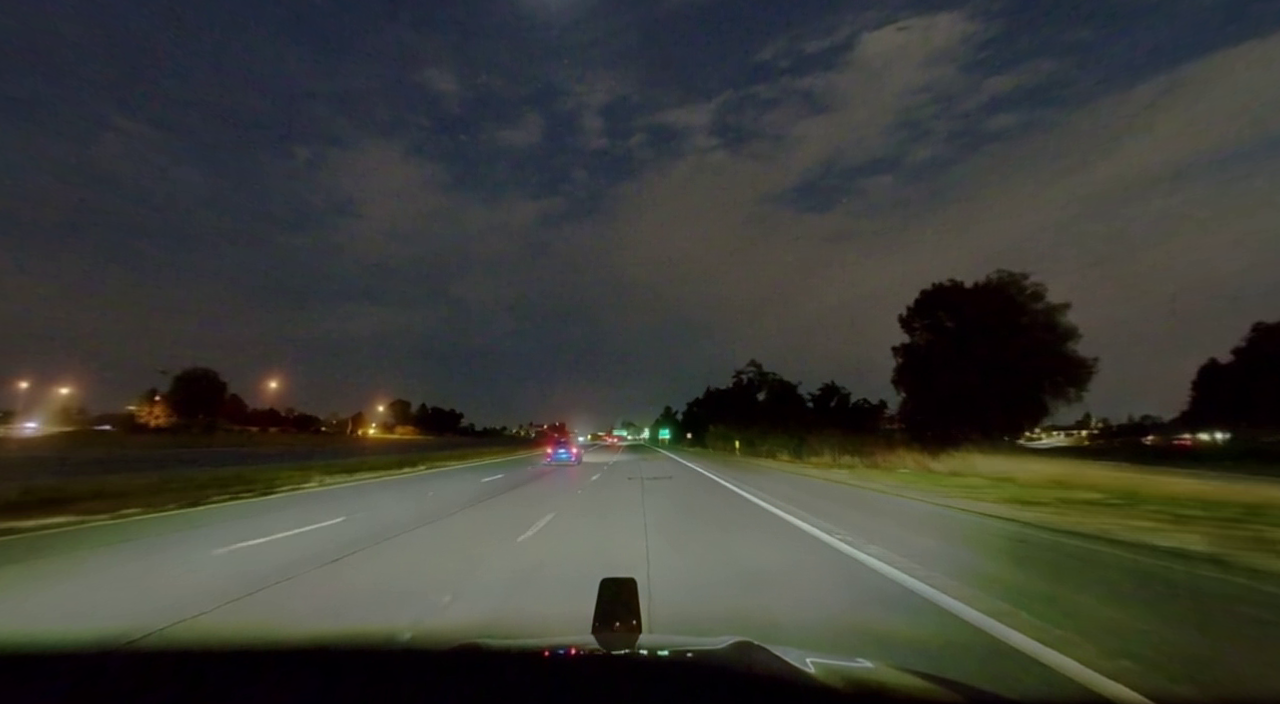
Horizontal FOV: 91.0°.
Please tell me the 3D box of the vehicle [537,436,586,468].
[{"bbox_3d":[-3.979,5.124,32.539,2.008,1.567,3.959,0,-8,0],"label":"vehicle"}]
